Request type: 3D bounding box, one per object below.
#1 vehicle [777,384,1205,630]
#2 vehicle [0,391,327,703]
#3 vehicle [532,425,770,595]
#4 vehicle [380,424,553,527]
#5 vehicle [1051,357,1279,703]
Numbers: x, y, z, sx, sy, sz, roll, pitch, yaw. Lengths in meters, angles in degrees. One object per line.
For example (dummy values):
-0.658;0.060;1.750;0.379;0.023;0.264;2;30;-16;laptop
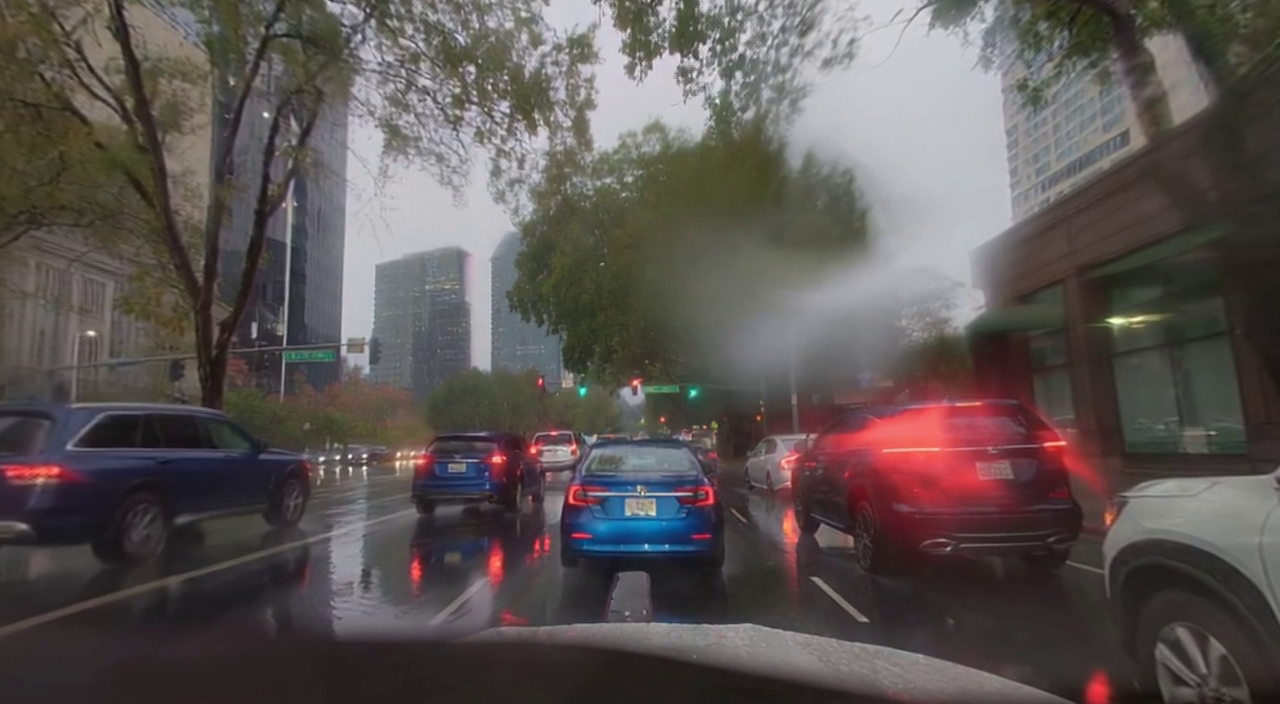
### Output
3.052;1.456;6.864;2.108;1.785;4.334;0;-9;0;vehicle
-3.355;0.884;2.108;2.144;1.505;4.635;-1;-9;1;vehicle
0.088;1.730;7.750;2.147;1.507;3.953;0;-8;0;vehicle
-3.285;2.454;13.099;2.168;1.719;4.561;-1;-9;2;vehicle
2.865;0.586;0.438;2.051;1.548;4.532;0;-9;0;vehicle
